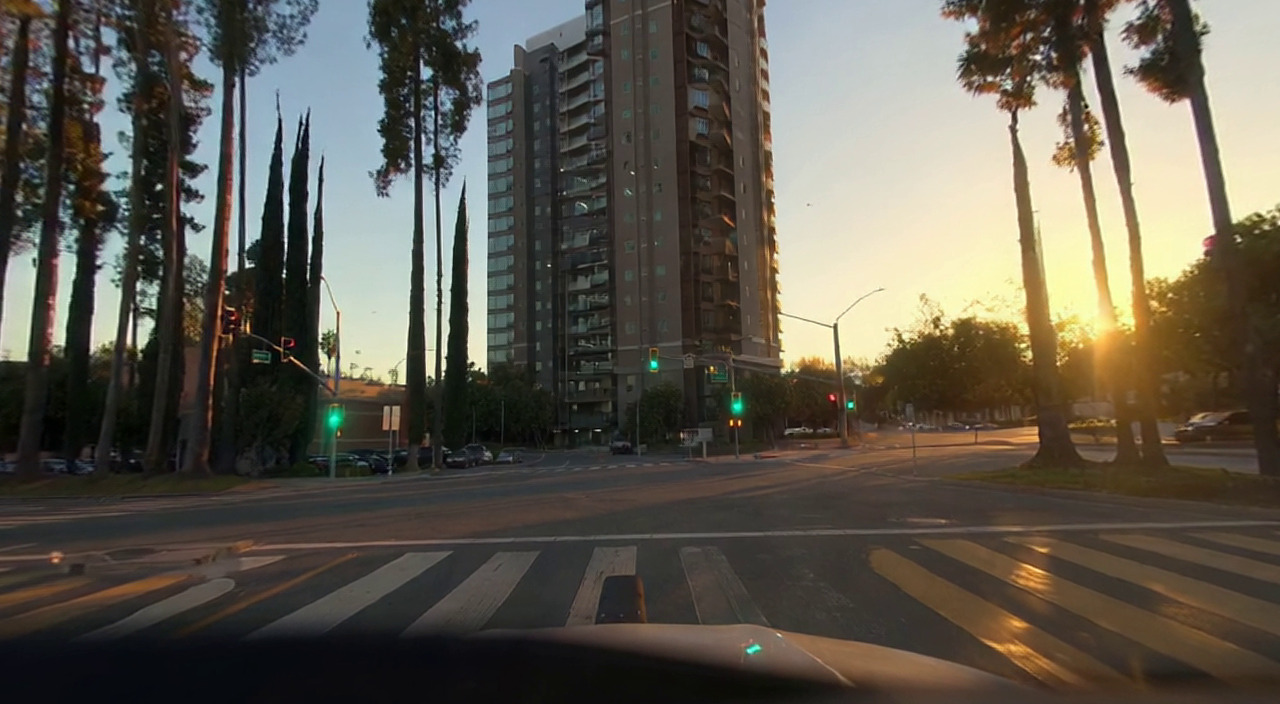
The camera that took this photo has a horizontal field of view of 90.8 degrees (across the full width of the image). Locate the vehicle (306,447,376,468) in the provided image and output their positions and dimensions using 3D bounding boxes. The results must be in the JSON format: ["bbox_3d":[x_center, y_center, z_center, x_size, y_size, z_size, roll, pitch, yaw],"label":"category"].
[{"bbox_3d":[-21.990,7.774,46.540,4.207,1.508,1.875,0,-9,2],"label":"vehicle"}]

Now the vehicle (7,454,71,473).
[{"bbox_3d":[-46.388,8.591,48.811,1.627,1.392,3.330,0,-9,-1],"label":"vehicle"}]

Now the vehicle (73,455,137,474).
[{"bbox_3d":[-41.355,8.682,48.942,1.651,1.379,3.787,0,-9,0],"label":"vehicle"}]

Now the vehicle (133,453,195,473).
[{"bbox_3d":[-36.442,8.474,48.482,1.709,1.410,3.945,0,-9,-2],"label":"vehicle"}]
